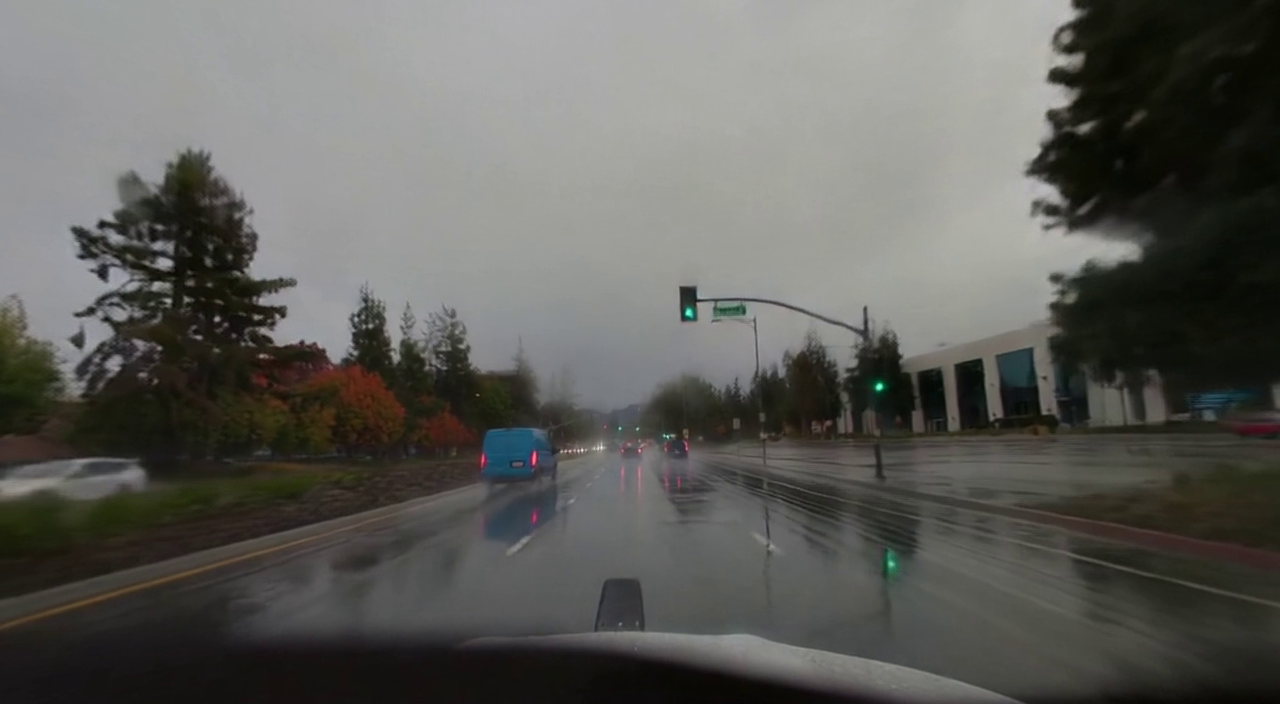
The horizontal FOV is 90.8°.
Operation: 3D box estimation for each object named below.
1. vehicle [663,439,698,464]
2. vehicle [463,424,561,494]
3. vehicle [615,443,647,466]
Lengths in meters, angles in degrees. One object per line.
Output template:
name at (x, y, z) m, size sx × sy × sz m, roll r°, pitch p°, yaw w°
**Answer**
vehicle at (2.949, 7.393, 47.149) m, size 2.181 × 1.781 × 4.257 m, roll 0°, pitch -9°, yaw -2°
vehicle at (-3.771, 3.265, 19.580) m, size 2.075 × 1.863 × 4.744 m, roll 0°, pitch -9°, yaw -1°
vehicle at (-0.647, 6.977, 43.037) m, size 2.039 × 1.455 × 3.826 m, roll 0°, pitch -9°, yaw -2°
